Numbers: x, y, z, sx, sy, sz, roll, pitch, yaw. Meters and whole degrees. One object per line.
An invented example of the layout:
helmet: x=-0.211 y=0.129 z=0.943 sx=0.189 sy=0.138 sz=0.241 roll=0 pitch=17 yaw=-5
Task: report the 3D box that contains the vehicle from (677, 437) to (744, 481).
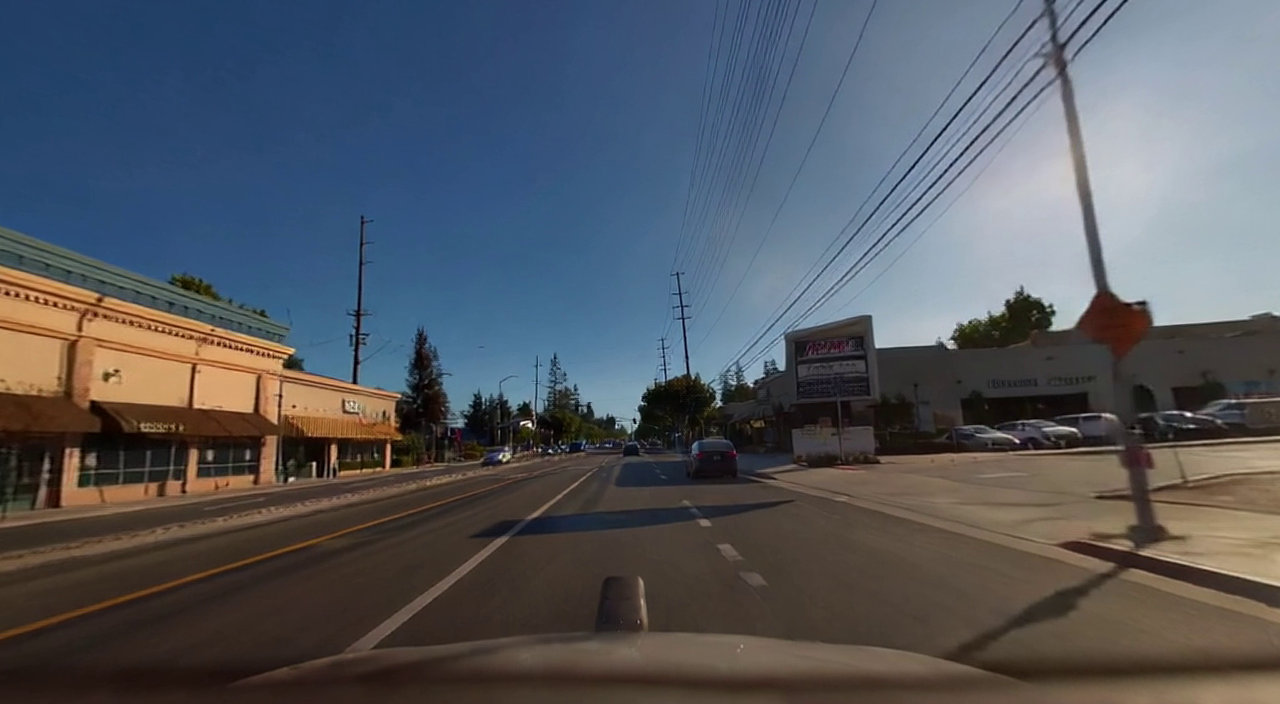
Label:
vehicle: x=2.514 y=3.926 z=23.403 sx=1.975 sy=1.497 sz=3.647 roll=0 pitch=-8 yaw=-1
